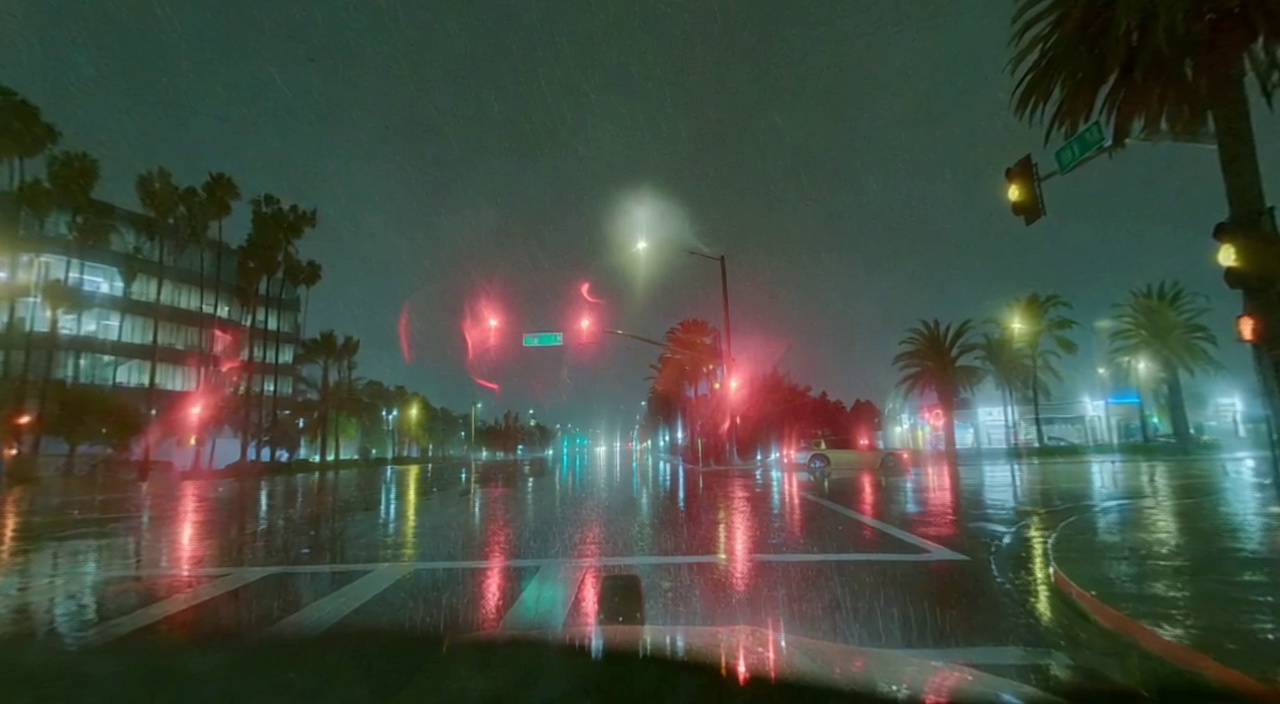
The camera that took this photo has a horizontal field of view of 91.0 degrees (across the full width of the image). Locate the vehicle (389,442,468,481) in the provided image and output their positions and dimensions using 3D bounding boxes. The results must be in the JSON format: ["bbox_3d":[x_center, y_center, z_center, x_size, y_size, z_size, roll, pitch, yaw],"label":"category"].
[{"bbox_3d":[-10.741,5.593,32.373,2.270,1.833,4.860,0,-9,1],"label":"vehicle"}]
